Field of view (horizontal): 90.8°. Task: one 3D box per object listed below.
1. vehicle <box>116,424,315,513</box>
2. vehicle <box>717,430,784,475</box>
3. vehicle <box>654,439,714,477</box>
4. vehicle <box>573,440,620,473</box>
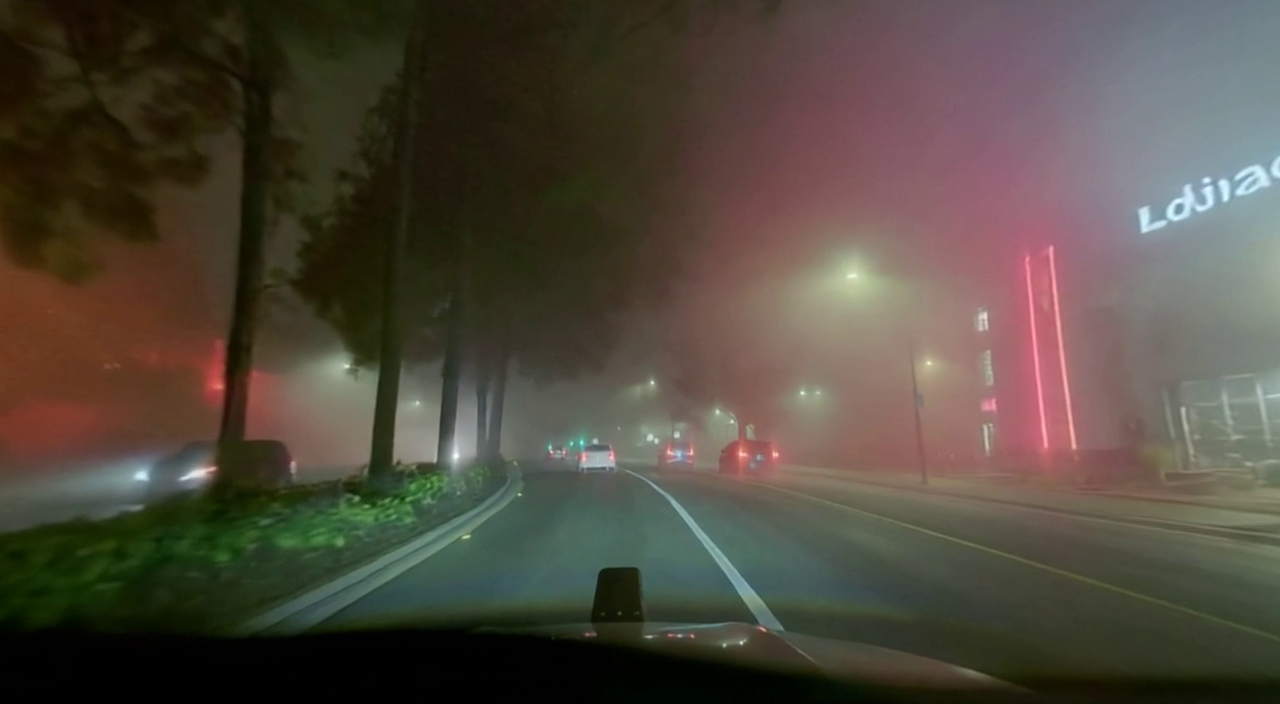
[{"bbox_3d":[-10.335,2.860,15.948,2.166,1.867,4.459,0,-9,-5],"label":"vehicle"},{"bbox_3d":[5.242,4.892,30.757,2.052,1.990,4.736,0,-9,-5],"label":"vehicle"},{"bbox_3d":[1.810,4.560,27.352,1.993,1.477,4.240,0,-9,-4],"label":"vehicle"},{"bbox_3d":[-2.113,4.991,30.310,2.101,1.444,4.248,0,-9,-5],"label":"vehicle"}]
